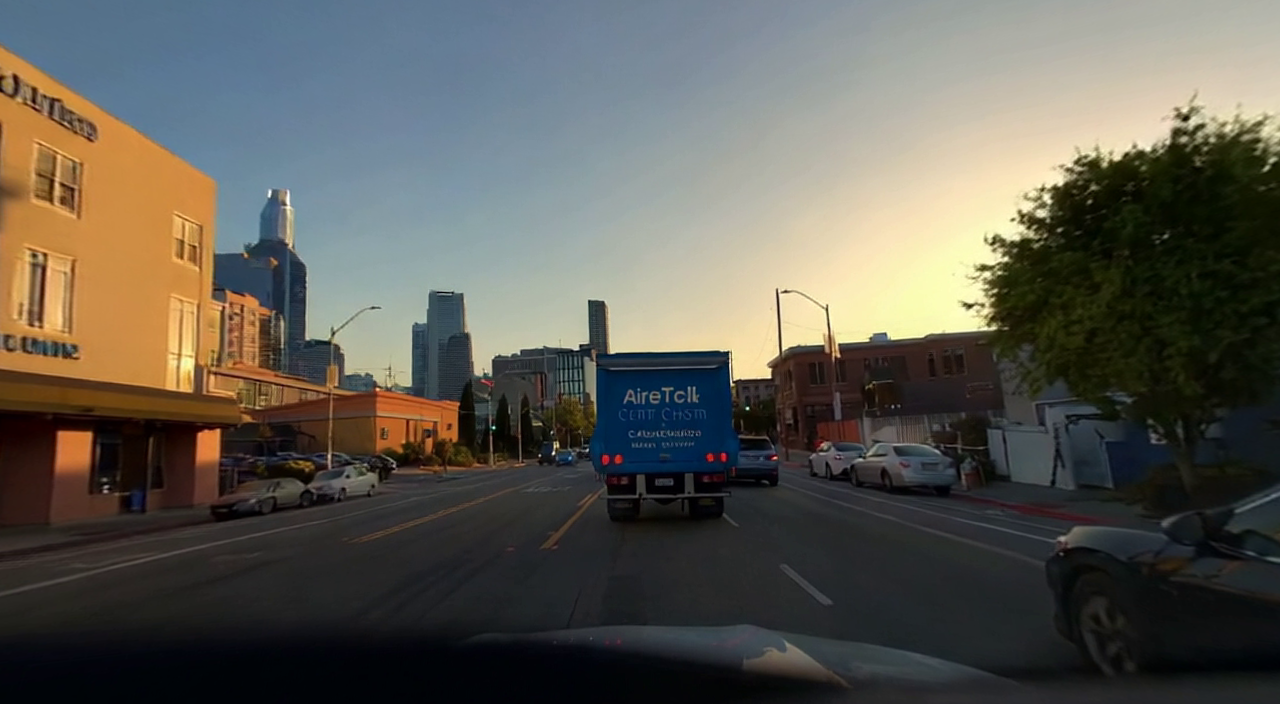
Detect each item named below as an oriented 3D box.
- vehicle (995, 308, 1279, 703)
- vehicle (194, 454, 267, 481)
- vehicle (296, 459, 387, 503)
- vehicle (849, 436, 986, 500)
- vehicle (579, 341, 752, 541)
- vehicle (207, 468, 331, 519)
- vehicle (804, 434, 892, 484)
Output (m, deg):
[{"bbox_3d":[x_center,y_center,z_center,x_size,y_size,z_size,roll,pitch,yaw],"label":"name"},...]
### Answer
[{"bbox_3d":[3.427,0.672,1.915,2.104,1.786,4.498,0,-9,1],"label":"vehicle"},{"bbox_3d":[-27.001,7.605,41.595,2.050,1.675,4.358,1,-9,-3],"label":"vehicle"},{"bbox_3d":[-13.307,5.741,28.299,1.943,1.682,4.365,0,-9,0],"label":"vehicle"},{"bbox_3d":[7.596,3.193,17.733,1.951,1.548,4.290,0,-9,1],"label":"vehicle"},{"bbox_3d":[0.254,1.746,12.414,2.517,2.926,6.177,0,-9,-2],"label":"vehicle"},{"bbox_3d":[-13.426,5.124,23.087,1.901,1.508,4.405,0,-9,0],"label":"vehicle"},{"bbox_3d":[7.655,3.986,23.578,1.946,1.680,4.270,0,-9,1],"label":"vehicle"}]
